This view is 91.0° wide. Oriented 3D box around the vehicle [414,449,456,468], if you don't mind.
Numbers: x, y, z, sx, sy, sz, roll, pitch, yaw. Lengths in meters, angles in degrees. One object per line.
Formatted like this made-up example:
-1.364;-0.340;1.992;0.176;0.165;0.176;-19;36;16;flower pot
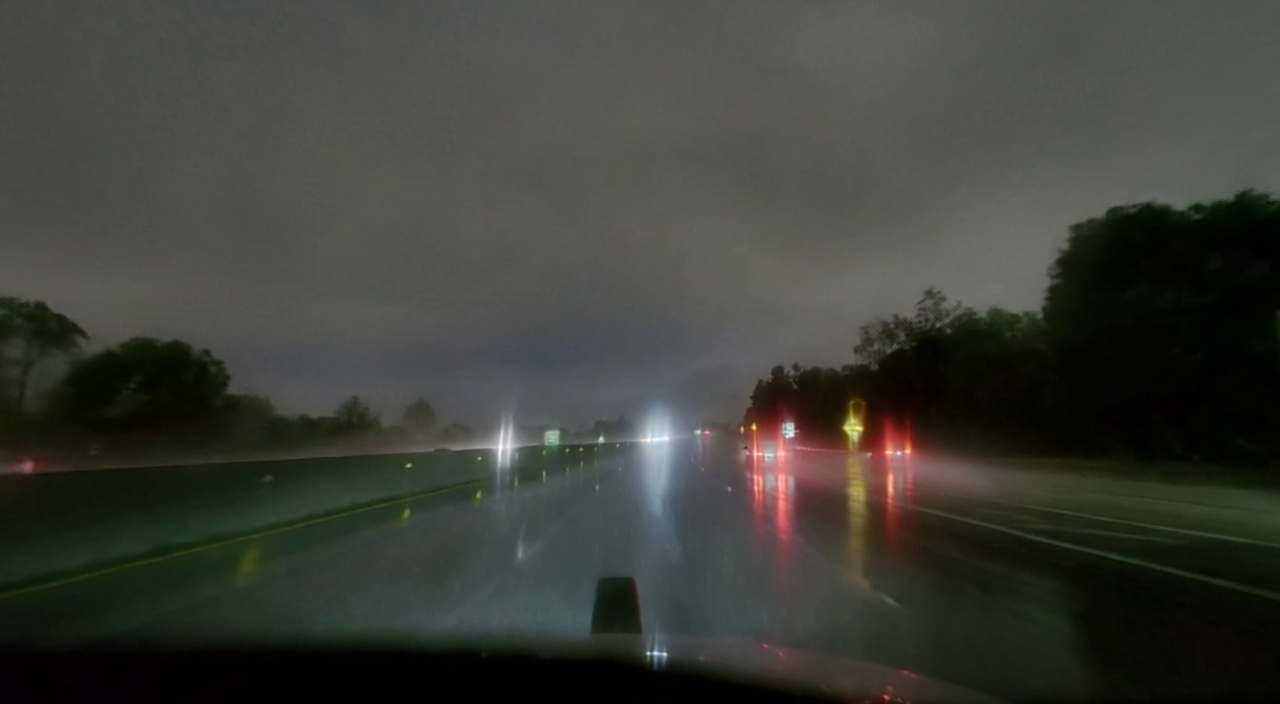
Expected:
-14.742;7.684;45.436;1.651;1.224;3.682;-1;-8;3;vehicle
